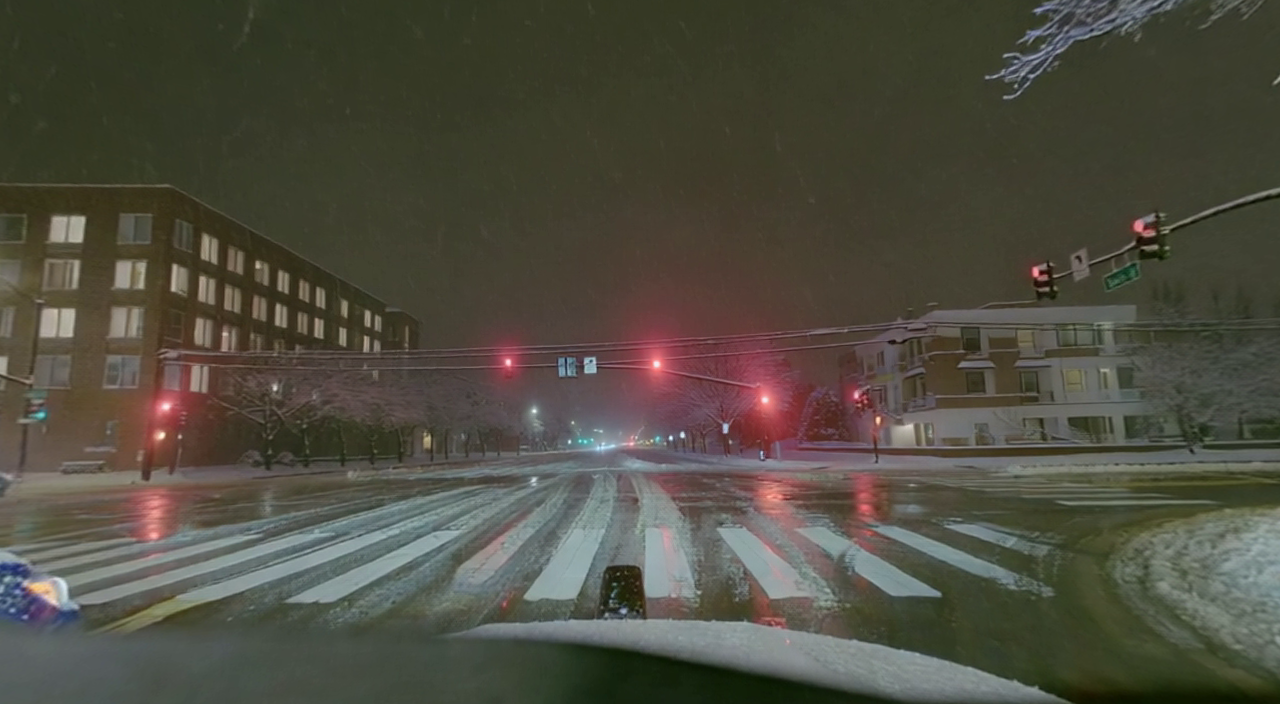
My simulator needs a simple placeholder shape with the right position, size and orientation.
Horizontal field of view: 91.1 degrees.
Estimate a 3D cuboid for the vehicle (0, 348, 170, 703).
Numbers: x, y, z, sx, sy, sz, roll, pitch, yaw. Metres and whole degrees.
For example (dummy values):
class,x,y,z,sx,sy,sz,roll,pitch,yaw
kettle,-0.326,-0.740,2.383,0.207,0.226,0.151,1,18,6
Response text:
class,x,y,z,sx,sy,sz,roll,pitch,yaw
vehicle,-3.631,0.620,1.059,2.109,1.692,4.587,0,-8,0
